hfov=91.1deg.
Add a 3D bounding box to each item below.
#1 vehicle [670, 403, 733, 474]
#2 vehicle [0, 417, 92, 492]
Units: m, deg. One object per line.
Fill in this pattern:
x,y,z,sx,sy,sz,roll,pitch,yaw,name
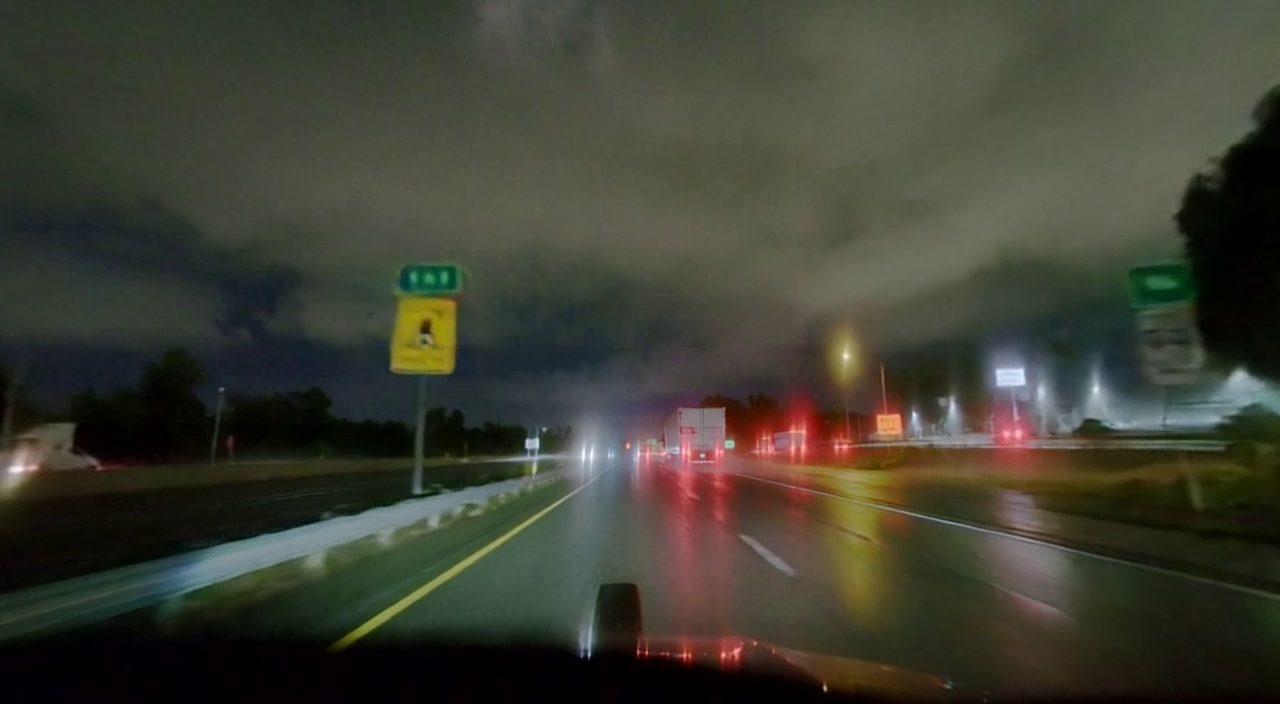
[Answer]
3.946,6.110,43.779,3.185,4.154,12.638,0,-9,0,vehicle
-28.416,4.693,28.589,2.809,2.981,7.530,3,-10,-23,vehicle
